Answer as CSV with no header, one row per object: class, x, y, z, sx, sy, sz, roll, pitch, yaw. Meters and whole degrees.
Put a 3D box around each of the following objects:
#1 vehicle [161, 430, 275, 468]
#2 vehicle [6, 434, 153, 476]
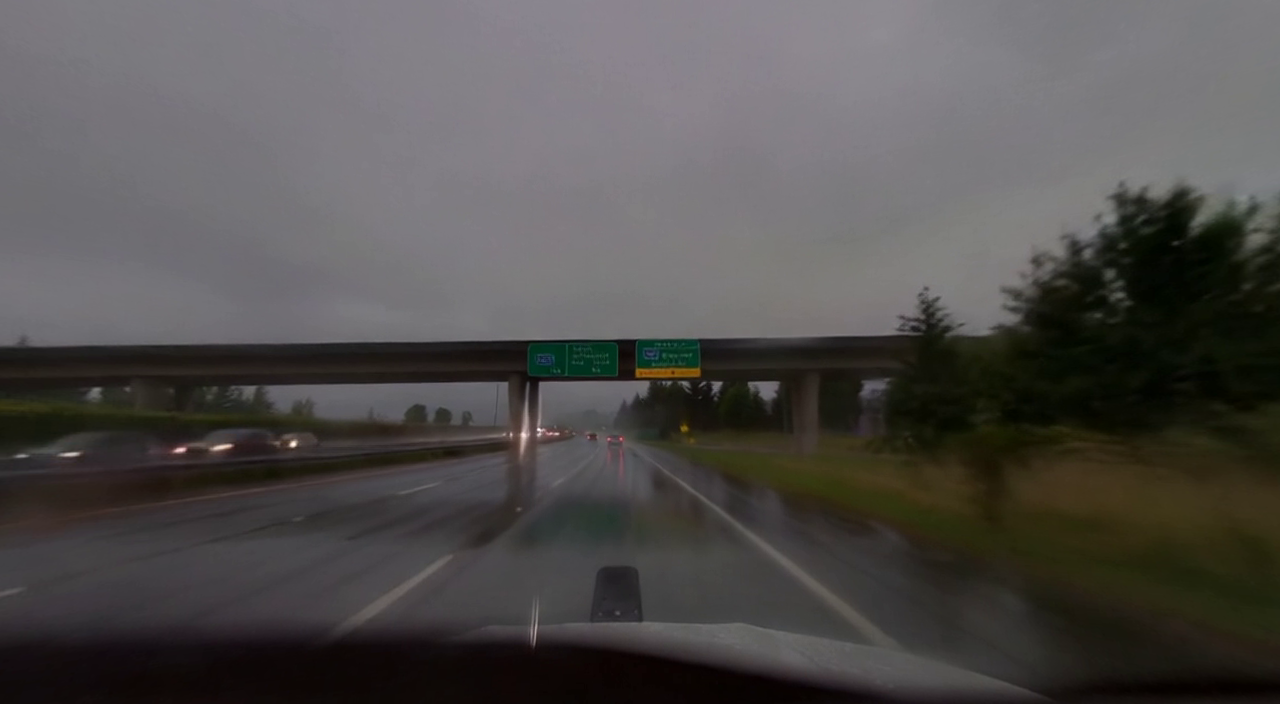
vehicle,-18.538,4.258,27.929,2.025,1.539,4.484,0,-8,-1
vehicle,-22.055,4.029,25.023,1.851,1.475,4.417,0,-8,-1
